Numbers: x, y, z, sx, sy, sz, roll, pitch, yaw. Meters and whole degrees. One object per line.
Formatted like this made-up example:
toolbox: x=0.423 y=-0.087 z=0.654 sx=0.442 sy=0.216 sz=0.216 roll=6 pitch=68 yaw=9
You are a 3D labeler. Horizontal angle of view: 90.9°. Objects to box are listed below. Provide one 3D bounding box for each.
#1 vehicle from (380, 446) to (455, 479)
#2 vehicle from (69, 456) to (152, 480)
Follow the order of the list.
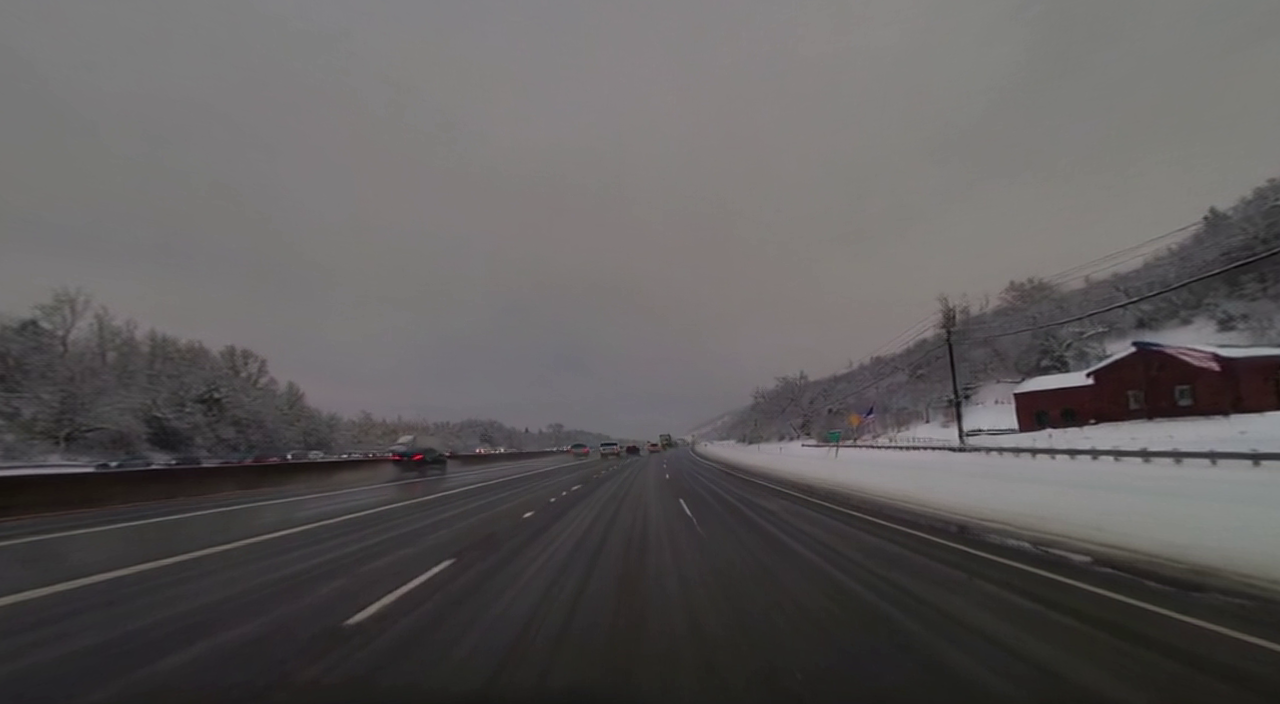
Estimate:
vehicle: x=-10.833 y=5.387 z=31.048 sx=1.927 sy=1.454 sz=4.395 roll=-1 pitch=-8 yaw=2
vehicle: x=-37.810 y=8.284 z=45.197 sx=1.750 sy=1.468 sz=4.757 roll=-1 pitch=-8 yaw=1
